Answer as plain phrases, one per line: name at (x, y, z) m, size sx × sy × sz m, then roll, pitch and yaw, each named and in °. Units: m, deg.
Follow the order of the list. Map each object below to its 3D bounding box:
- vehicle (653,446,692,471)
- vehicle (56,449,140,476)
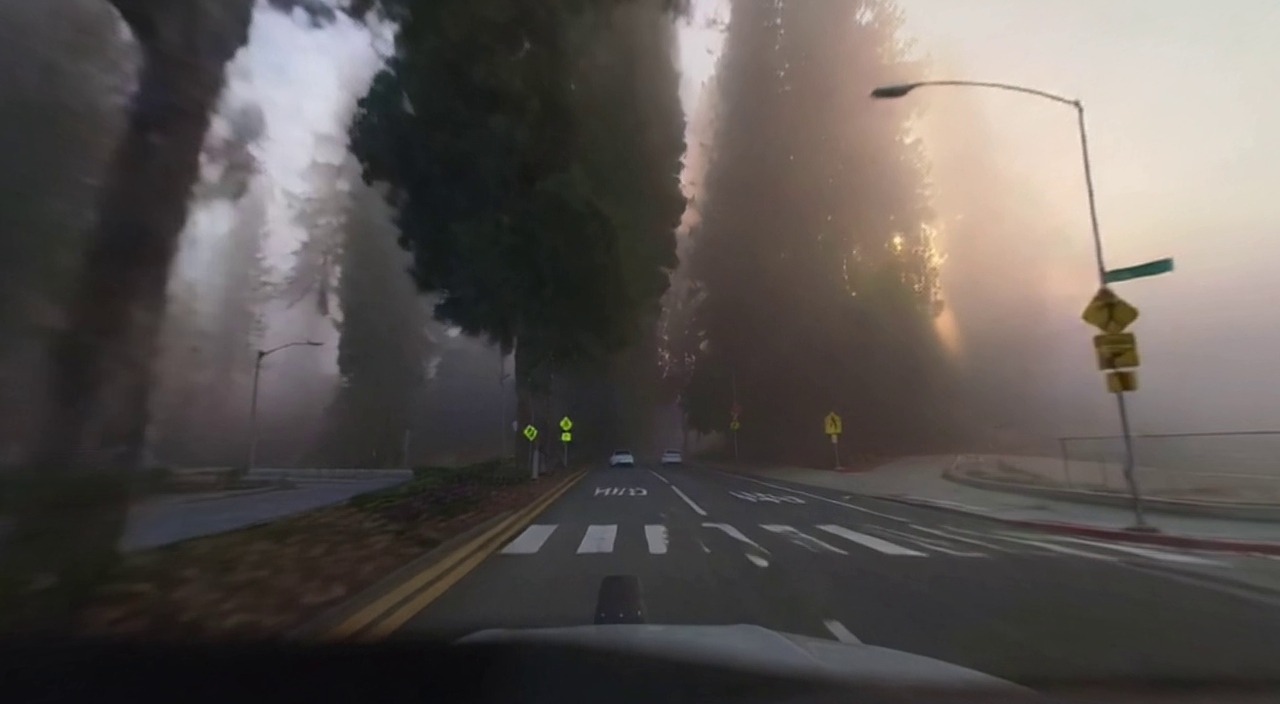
vehicle at (2.027, 6.790, 40.565) m, size 2.142 × 1.501 × 4.273 m, roll 0°, pitch -9°, yaw -2°
vehicle at (-38.714, 7.862, 45.204) m, size 4.112 × 1.776 × 1.968 m, roll -1°, pitch -8°, yaw 0°
